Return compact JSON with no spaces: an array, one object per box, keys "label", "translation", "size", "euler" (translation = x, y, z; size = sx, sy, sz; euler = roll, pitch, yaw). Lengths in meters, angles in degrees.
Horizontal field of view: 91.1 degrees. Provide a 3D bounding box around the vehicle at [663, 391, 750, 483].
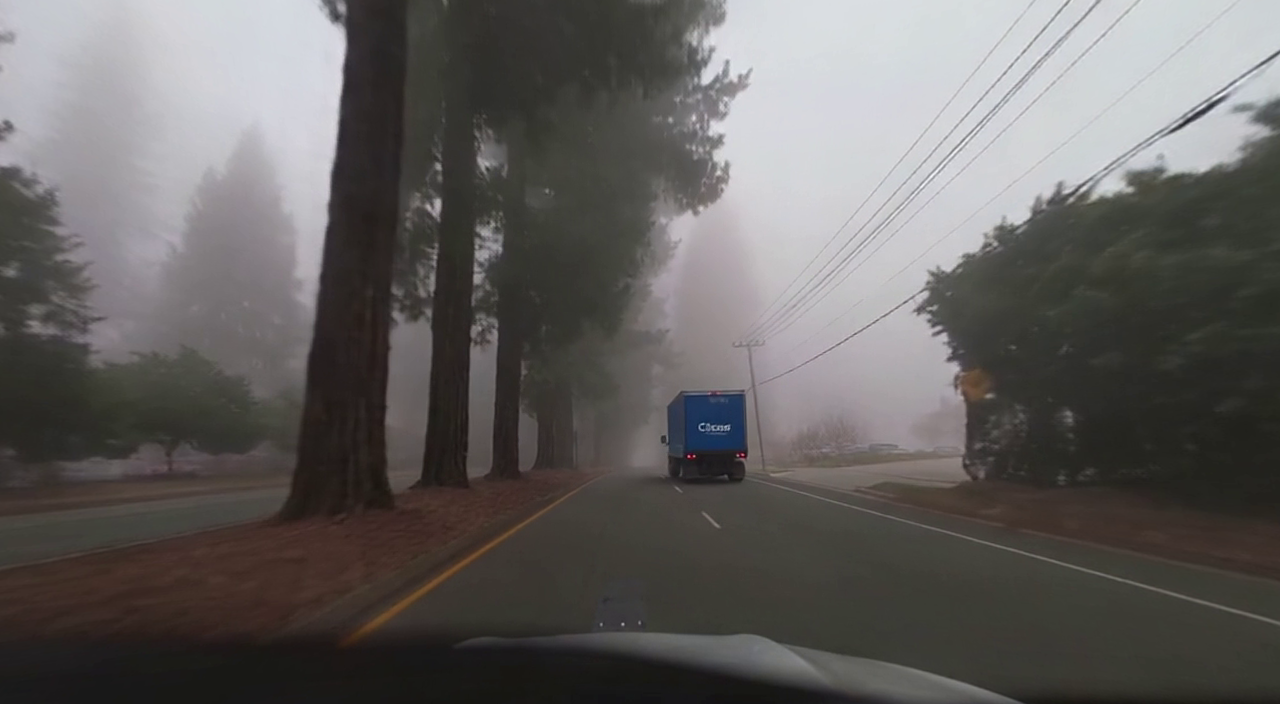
[{"label":"vehicle","translation":[2.952,4.224,30.922],"size":[2.973,3.848,9.336],"euler":[0,-8,-2]}]
